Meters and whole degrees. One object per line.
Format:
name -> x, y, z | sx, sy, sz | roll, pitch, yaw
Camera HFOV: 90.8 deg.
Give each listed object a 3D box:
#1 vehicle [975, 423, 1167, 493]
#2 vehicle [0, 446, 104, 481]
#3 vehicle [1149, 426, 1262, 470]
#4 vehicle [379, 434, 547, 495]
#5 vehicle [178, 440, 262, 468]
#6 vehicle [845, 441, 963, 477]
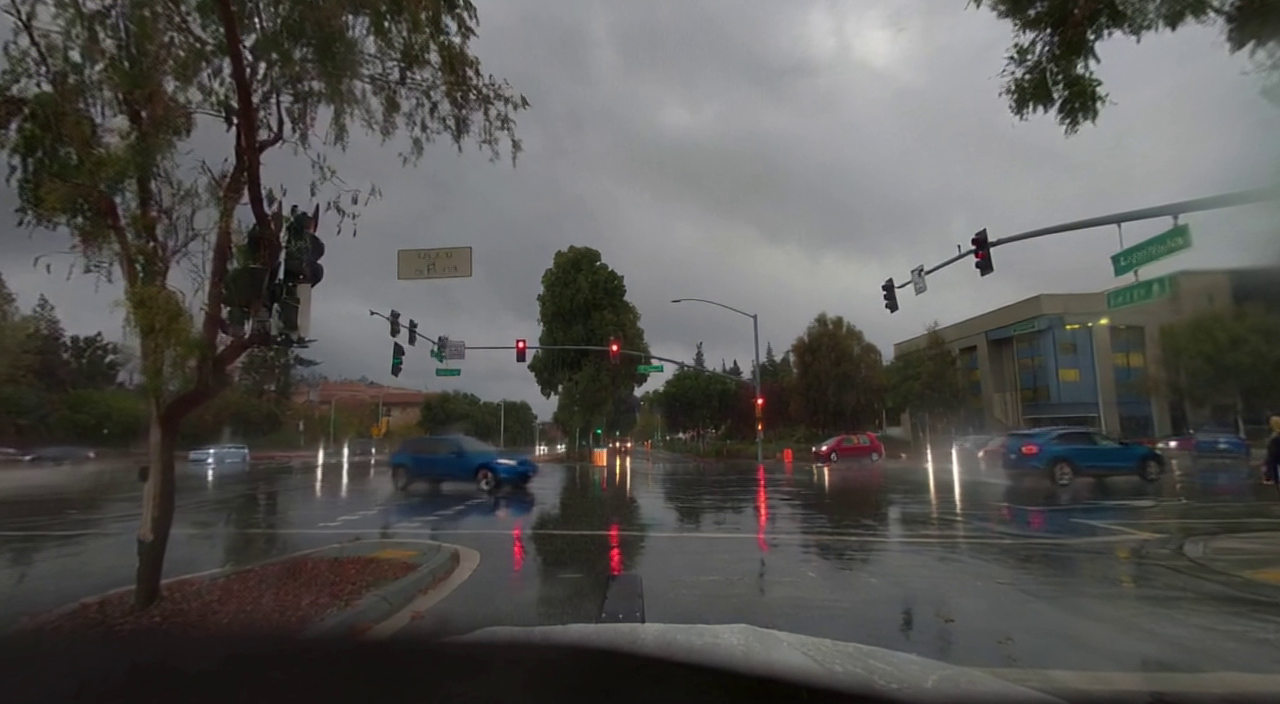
vehicle -> 12.425, 3.032, 18.324 | 4.509, 1.821, 2.066 | 2, -9, -16
vehicle -> -27.242, 5.006, 28.663 | 2.027, 1.435, 4.448 | 0, -8, -3
vehicle -> 25.395, 4.346, 28.694 | 2.457, 1.777, 6.196 | -5, -10, 29
vehicle -> -5.070, 3.174, 18.143 | 4.312, 1.540, 2.007 | -4, -9, 25
vehicle -> -31.556, 7.650, 47.738 | 2.456, 1.961, 5.978 | 0, -8, -3
vehicle -> 11.459, 4.623, 27.535 | 4.317, 1.491, 1.896 | 2, -9, -11
